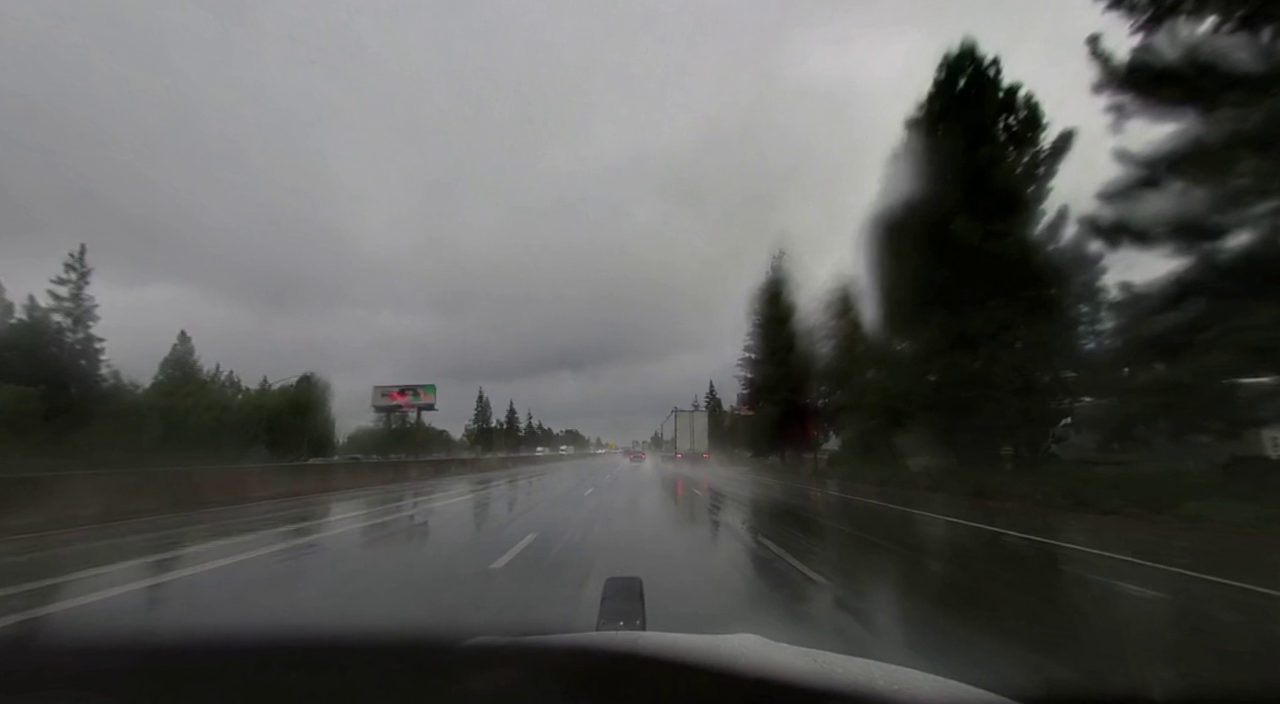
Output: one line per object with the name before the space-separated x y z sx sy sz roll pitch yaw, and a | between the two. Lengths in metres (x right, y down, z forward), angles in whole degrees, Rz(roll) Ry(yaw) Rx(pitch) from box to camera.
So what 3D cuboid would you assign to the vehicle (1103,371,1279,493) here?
vehicle | 21.040 2.796 21.469 2.926 3.647 10.810 -1 -9 4
